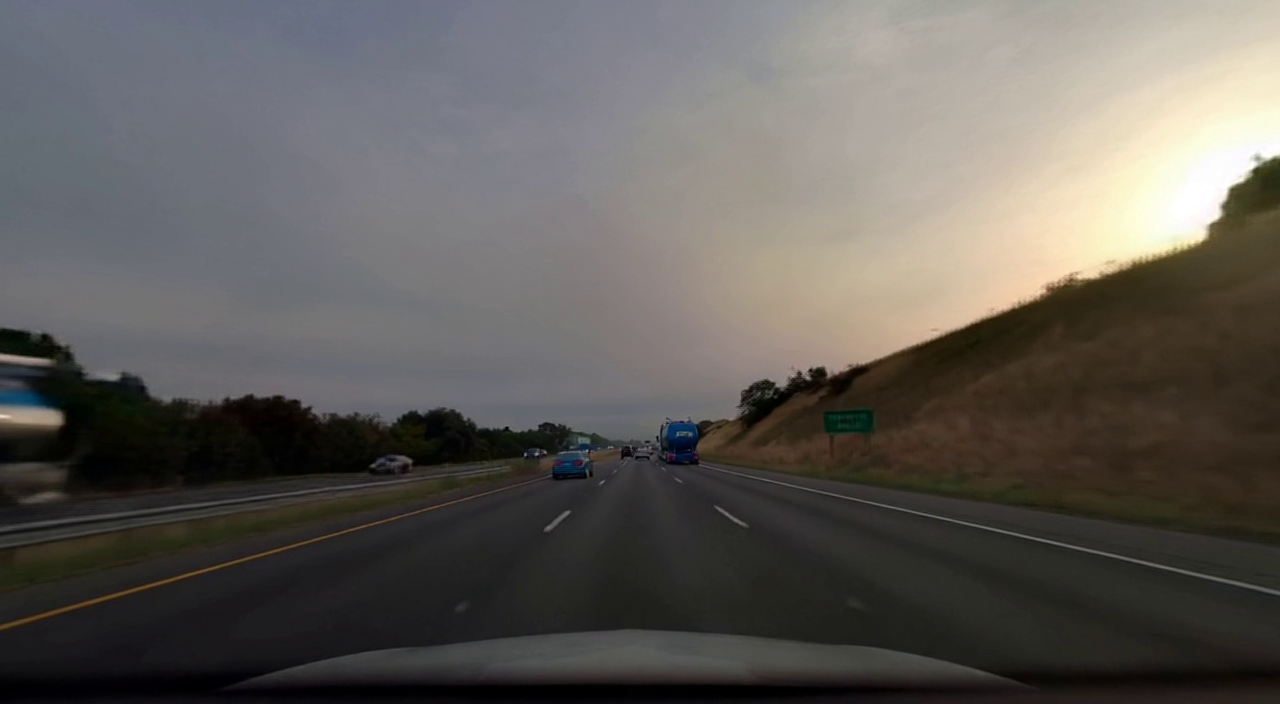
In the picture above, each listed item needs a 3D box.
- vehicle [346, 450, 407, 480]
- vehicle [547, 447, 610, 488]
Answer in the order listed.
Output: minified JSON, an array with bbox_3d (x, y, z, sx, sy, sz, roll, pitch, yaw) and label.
[{"bbox_3d":[-19.348,8.310,46.627,2.215,2.016,5.106,-1,-9,0],"label":"vehicle"},{"bbox_3d":[-2.386,4.593,25.434,2.013,1.498,3.908,-1,-9,2],"label":"vehicle"}]
